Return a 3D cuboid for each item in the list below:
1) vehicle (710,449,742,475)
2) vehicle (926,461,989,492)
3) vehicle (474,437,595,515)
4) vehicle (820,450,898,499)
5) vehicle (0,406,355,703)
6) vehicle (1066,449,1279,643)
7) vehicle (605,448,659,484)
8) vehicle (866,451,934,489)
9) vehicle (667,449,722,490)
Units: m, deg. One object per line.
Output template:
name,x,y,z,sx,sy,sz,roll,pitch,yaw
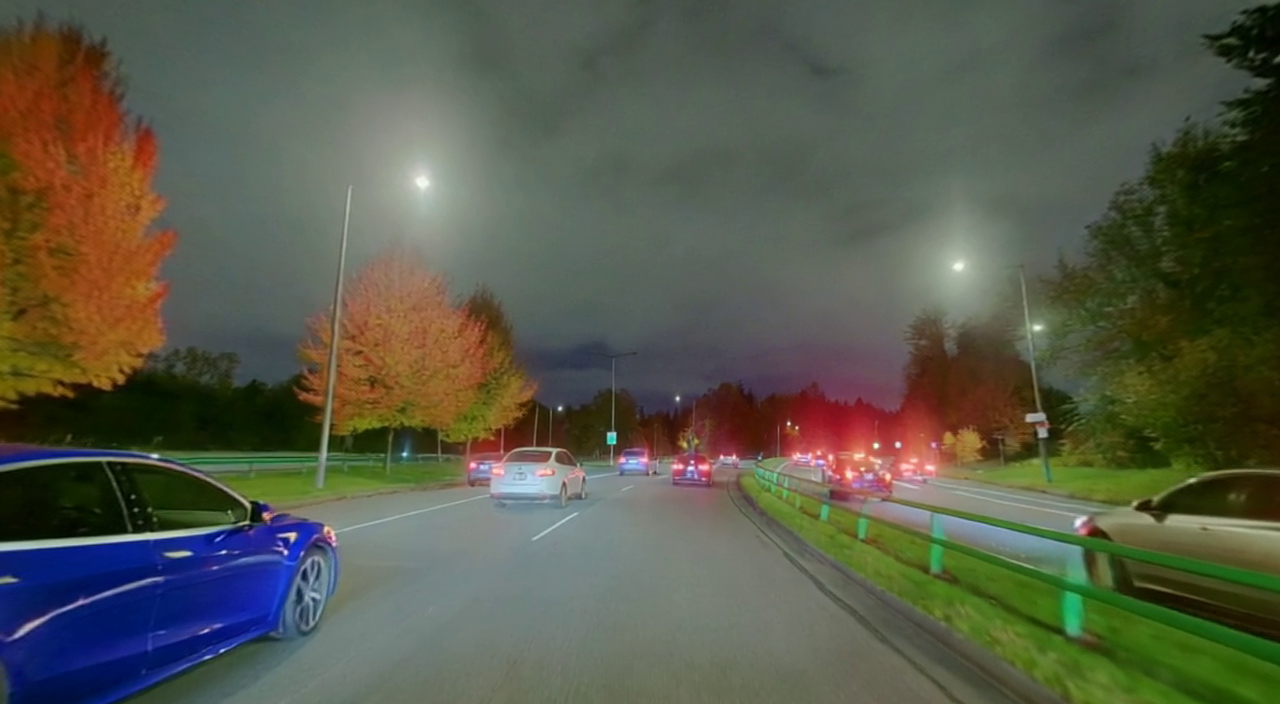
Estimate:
vehicle,6.125,7.707,44.440,1.977,1.704,3.841,-1,-9,11
vehicle,17.670,6.939,35.270,1.816,1.481,4.422,-1,-9,8
vehicle,-2.495,3.076,16.147,1.979,1.663,4.513,0,-9,5
vehicle,8.035,4.480,23.476,1.768,1.634,4.064,0,-9,5
vehicle,-3.354,1.037,2.904,1.921,1.503,4.317,0,-9,2
vehicle,6.018,1.572,5.118,1.869,1.516,4.753,0,-9,1
vehicle,-0.316,5.530,30.903,1.930,1.635,4.260,-1,-9,9
vehicle,13.319,6.041,32.619,2.121,1.777,4.755,-1,-9,9
vehicle,2.328,4.737,25.850,2.015,1.506,4.276,-1,-9,8
